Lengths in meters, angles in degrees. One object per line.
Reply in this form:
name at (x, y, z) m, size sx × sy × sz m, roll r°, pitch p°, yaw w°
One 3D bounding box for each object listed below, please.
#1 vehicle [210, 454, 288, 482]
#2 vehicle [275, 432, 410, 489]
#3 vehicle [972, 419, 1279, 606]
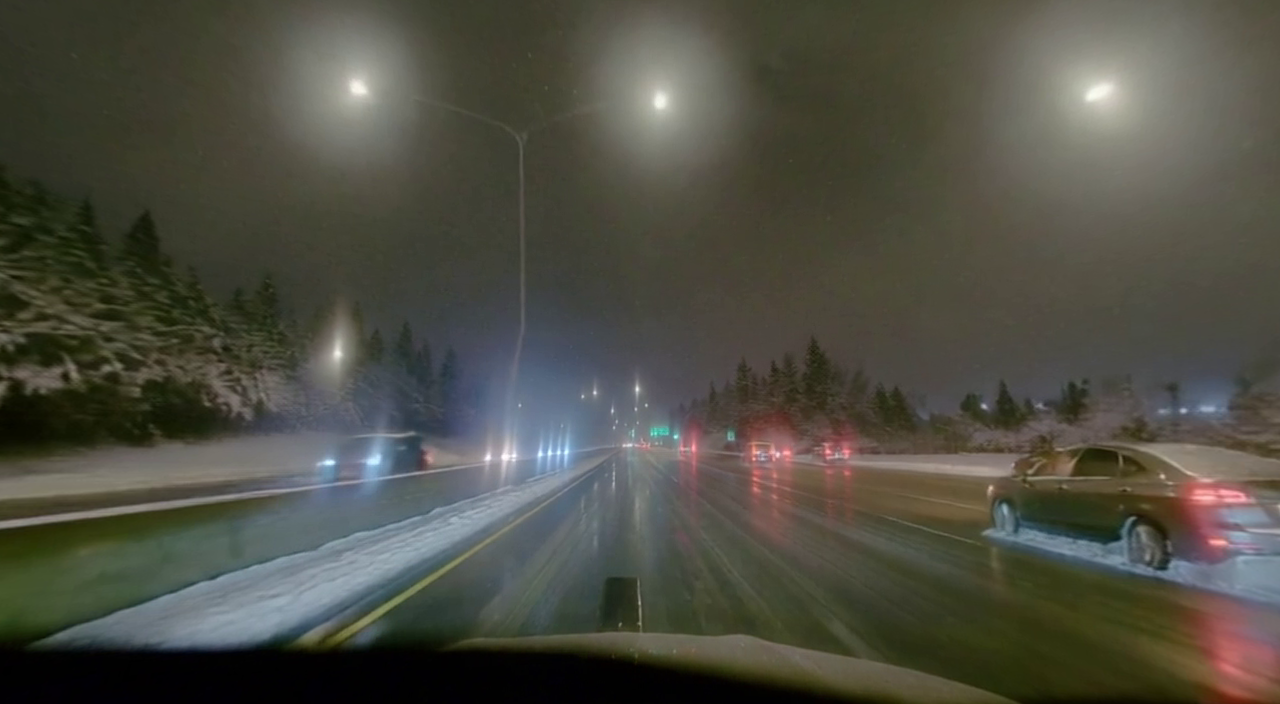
vehicle at (-23.134, 6.858, 37.623) m, size 1.848 × 1.468 × 4.461 m, roll 0°, pitch -8°, yaw -1°
vehicle at (-8.791, 3.211, 19.174) m, size 1.884 × 1.485 × 4.376 m, roll 0°, pitch -8°, yaw 1°
vehicle at (5.992, 1.611, 7.254) m, size 1.821 × 1.470 × 4.633 m, roll 0°, pitch -9°, yaw 0°
